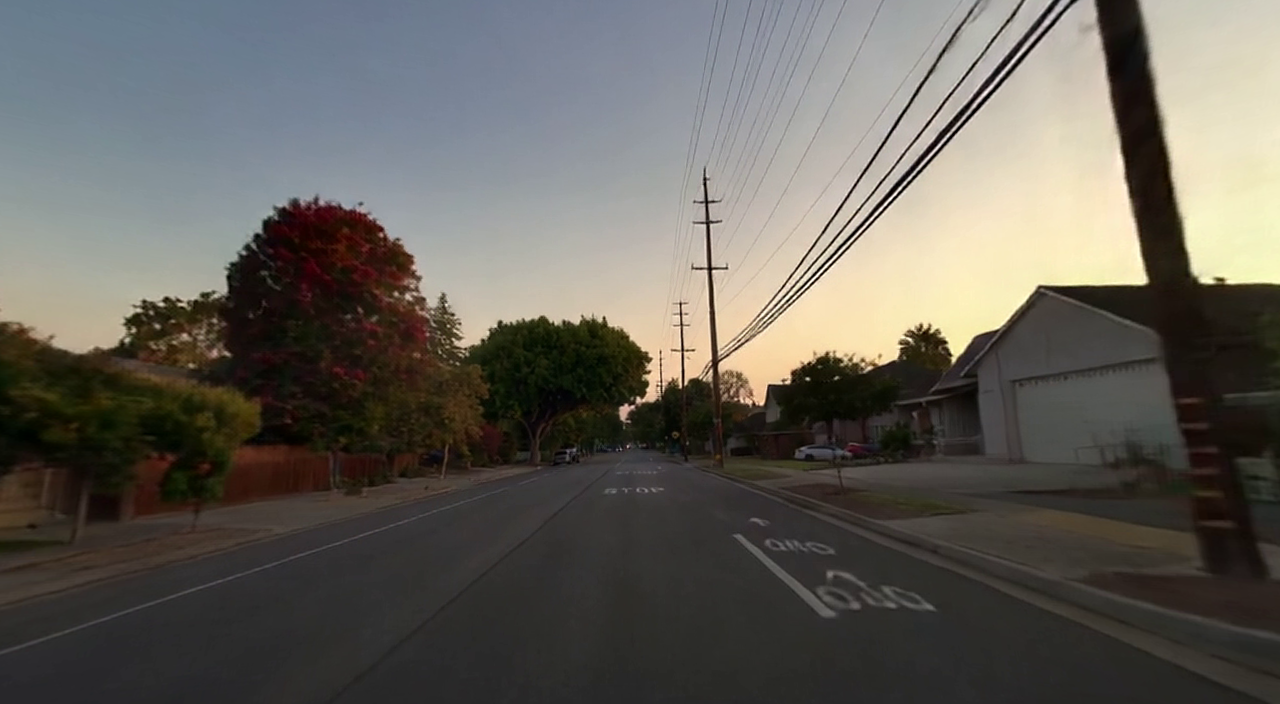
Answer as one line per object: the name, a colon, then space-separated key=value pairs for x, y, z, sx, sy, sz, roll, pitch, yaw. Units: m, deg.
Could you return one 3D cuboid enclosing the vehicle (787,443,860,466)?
vehicle: x=13.481 y=7.555 z=46.563 sx=4.624 sy=1.420 sz=2.045 roll=-1 pitch=-9 yaw=-7
